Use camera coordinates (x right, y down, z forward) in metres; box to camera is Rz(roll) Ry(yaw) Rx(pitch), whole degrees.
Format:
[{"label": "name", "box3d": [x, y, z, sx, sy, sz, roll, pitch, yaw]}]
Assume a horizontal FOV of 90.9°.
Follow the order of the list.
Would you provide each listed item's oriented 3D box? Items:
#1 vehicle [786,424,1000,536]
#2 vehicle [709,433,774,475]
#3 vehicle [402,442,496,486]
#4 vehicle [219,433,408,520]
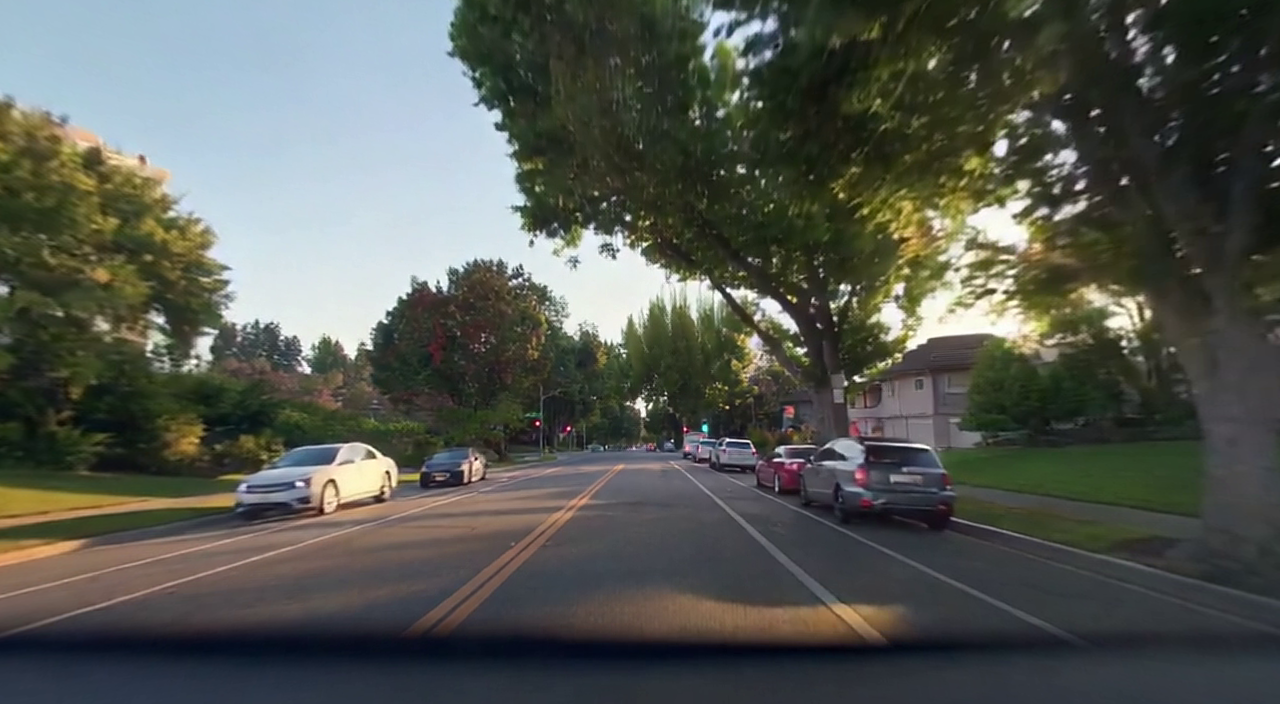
[{"label": "vehicle", "box3d": [4.499, 2.358, 12.322, 2.118, 1.701, 5.067, 0, -8, 0]}, {"label": "vehicle", "box3d": [4.808, 4.930, 30.669, 2.279, 1.829, 4.859, 0, -9, 0]}, {"label": "vehicle", "box3d": [-7.073, 4.197, 23.907, 2.041, 1.489, 4.439, -1, -8, 2]}, {"label": "vehicle", "box3d": [-7.377, 2.826, 14.884, 1.985, 1.714, 4.395, -1, -8, 2]}]
